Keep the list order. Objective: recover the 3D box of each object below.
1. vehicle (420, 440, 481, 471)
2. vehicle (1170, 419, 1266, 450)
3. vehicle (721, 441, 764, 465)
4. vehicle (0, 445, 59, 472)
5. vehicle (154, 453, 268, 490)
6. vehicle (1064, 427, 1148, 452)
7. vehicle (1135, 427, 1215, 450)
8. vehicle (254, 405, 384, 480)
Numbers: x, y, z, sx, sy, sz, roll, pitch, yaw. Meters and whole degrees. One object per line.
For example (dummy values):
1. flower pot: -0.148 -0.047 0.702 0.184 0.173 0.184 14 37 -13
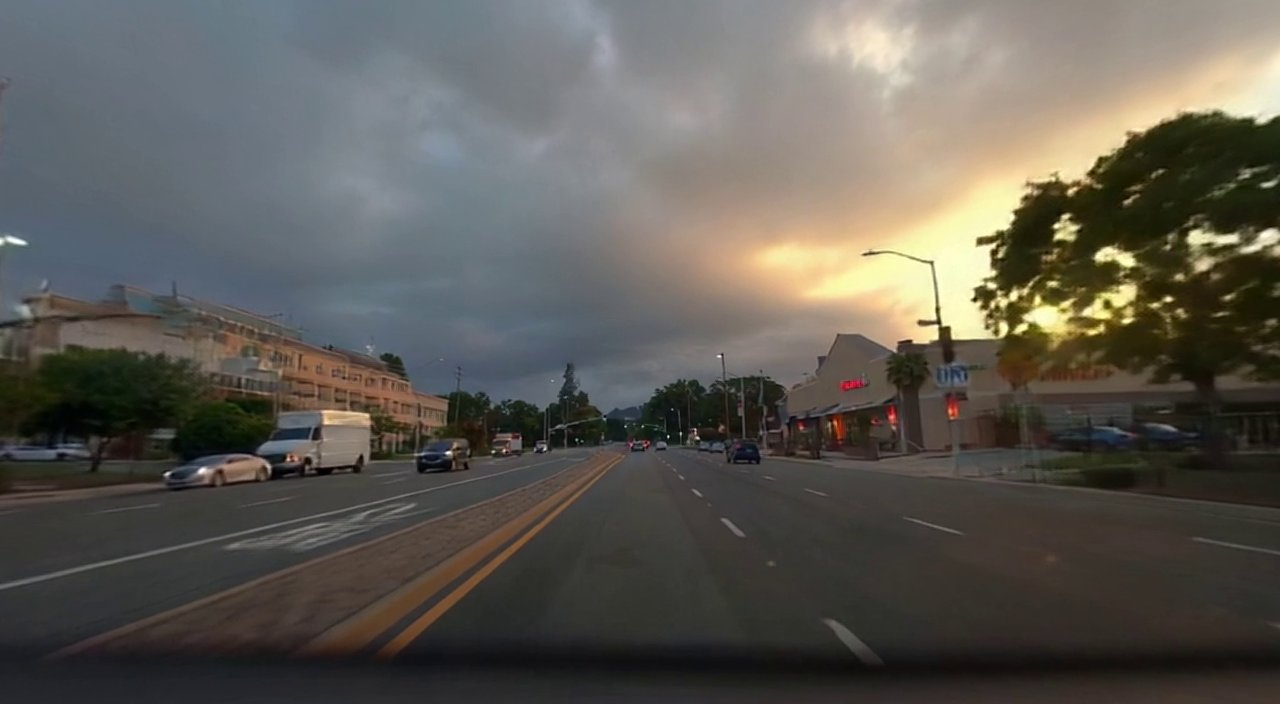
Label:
1. vehicle: -11.540 6.330 38.812 2.134 1.806 4.843 0 -9 1
2. vehicle: 37.365 5.415 41.007 1.996 1.893 4.413 0 -8 1
3. vehicle: 6.606 6.563 41.224 1.916 1.437 4.327 0 -9 -2
4. vehicle: -47.871 8.099 48.277 1.964 1.982 4.613 -6 -11 36
5. vehicle: -18.938 5.269 28.178 1.950 1.464 4.414 0 -9 0
6. vehicle: 29.840 5.703 40.681 1.796 1.485 4.667 -1 -9 0
7. vehicle: 34.592 5.639 41.003 1.756 1.443 4.032 0 -8 2
8. vehicle: -18.725 5.431 37.750 2.982 3.900 8.593 0 -9 1
